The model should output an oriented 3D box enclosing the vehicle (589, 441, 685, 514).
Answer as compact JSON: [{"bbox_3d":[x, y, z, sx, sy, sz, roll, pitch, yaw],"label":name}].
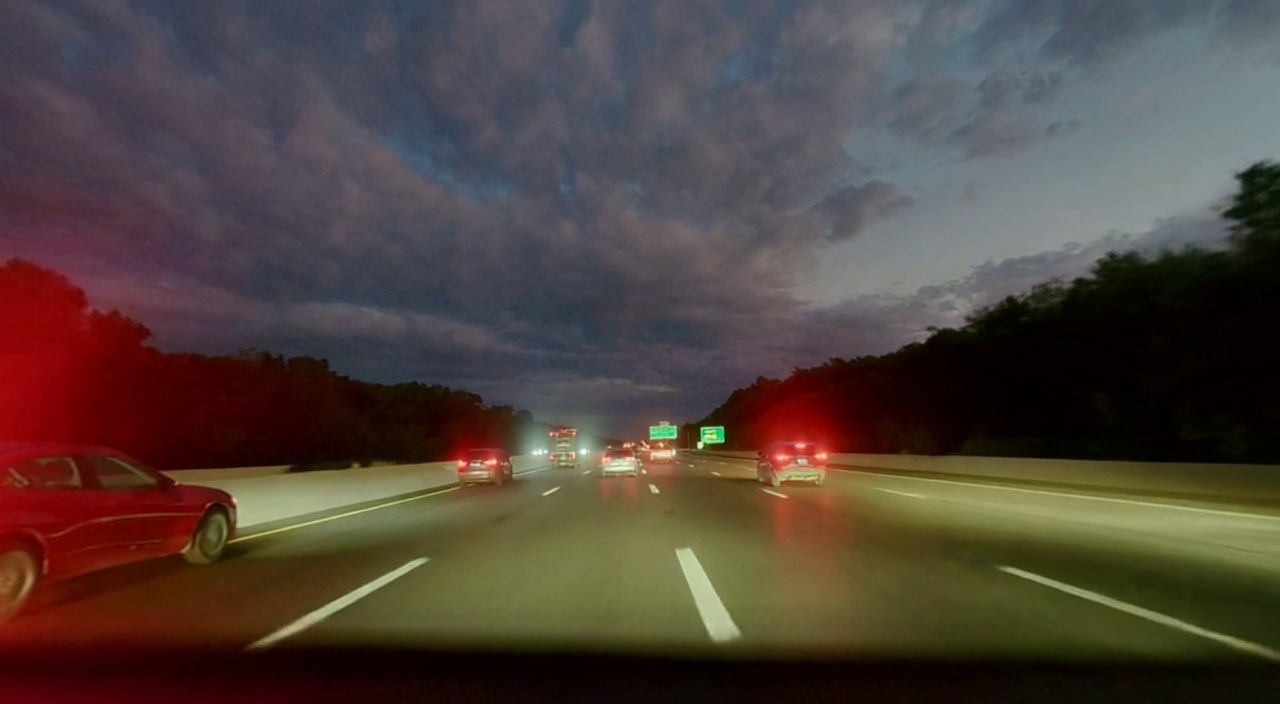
[{"bbox_3d":[-0.094,2.806,14.512,1.940,1.451,3.512,0,-9,-1],"label":"vehicle"}]

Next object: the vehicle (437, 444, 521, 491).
[{"bbox_3d":[-5.566,4.037,22.334,1.892,1.481,4.180,0,-9,0],"label":"vehicle"}]

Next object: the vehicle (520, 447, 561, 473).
[{"bbox_3d":[-5.818,6.335,37.132,1.814,1.417,3.860,0,-9,0],"label":"vehicle"}]

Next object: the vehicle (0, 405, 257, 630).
[{"bbox_3d":[-5.732,1.374,5.622,2.058,1.626,4.118,0,-9,-1],"label":"vehicle"}]
